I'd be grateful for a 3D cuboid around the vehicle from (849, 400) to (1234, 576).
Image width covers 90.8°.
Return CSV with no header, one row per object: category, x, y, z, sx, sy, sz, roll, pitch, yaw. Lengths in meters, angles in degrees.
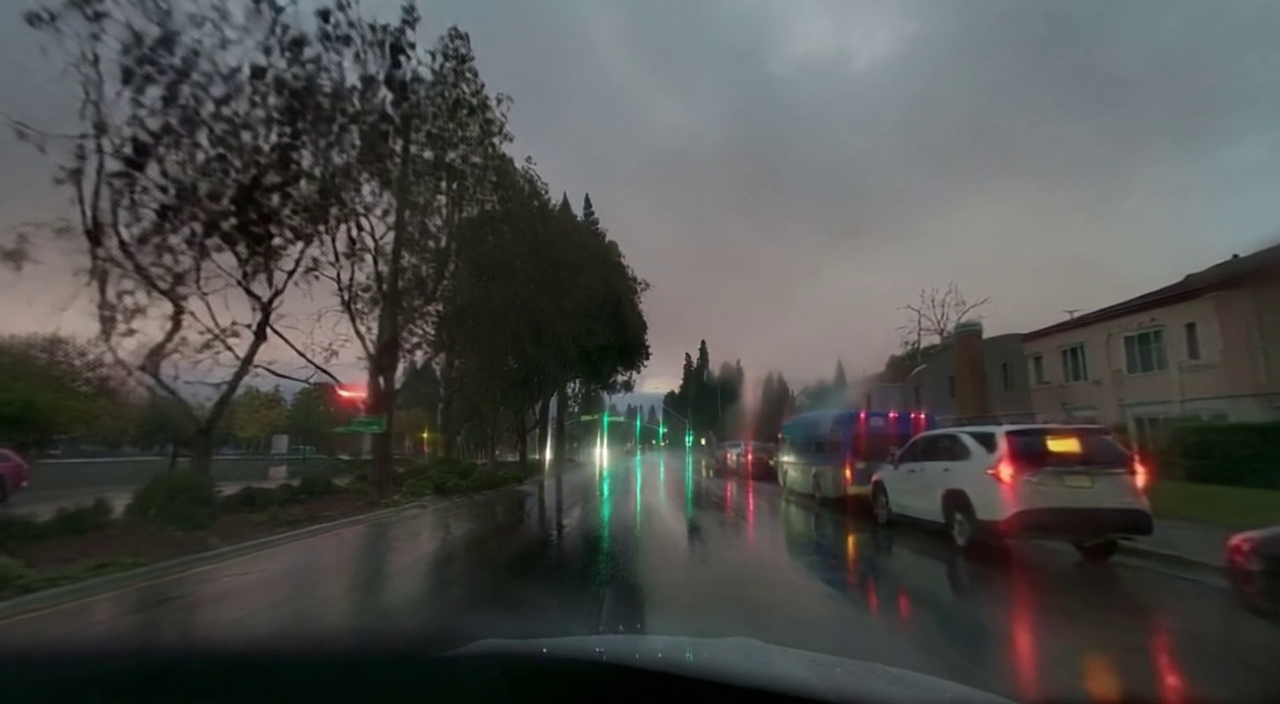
vehicle,4.816,1.715,8.747,2.304,1.760,4.630,0,-8,1
